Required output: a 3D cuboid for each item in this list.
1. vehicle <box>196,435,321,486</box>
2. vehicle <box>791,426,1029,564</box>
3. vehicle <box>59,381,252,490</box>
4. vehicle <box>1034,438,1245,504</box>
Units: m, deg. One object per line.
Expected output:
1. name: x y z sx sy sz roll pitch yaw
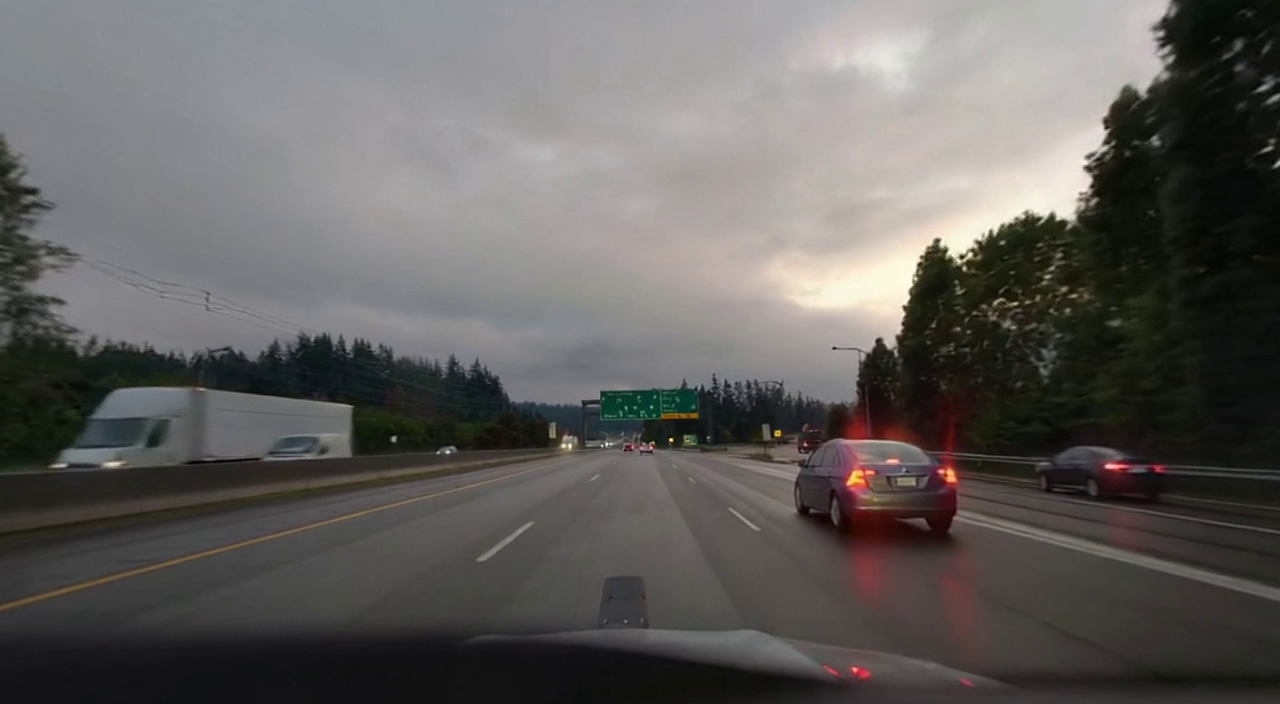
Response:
1. vehicle: -15.344 4.347 25.686 2.058 1.871 4.726 0 -8 0
2. vehicle: 3.662 1.970 9.456 1.909 1.599 3.943 0 -8 2
3. vehicle: -19.447 3.449 25.875 2.999 3.957 5.931 0 -8 0
4. vehicle: 12.611 2.999 16.405 2.002 1.445 4.637 -1 -8 5
